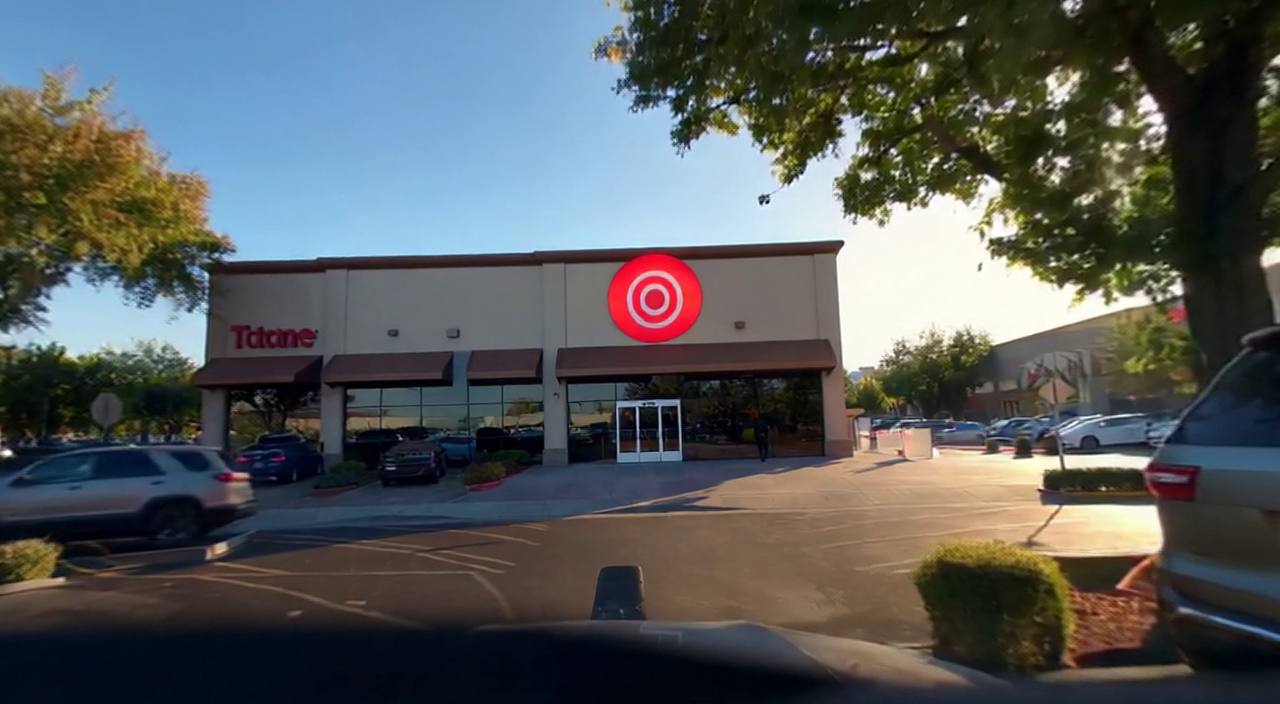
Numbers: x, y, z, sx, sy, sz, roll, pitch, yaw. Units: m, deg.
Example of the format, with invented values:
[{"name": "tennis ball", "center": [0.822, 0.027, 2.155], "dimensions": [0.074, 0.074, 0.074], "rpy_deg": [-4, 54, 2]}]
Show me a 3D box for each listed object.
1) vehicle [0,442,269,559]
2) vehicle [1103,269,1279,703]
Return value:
[{"name": "vehicle", "center": [-9.637, 2.482, 10.973], "dimensions": [4.957, 1.788, 2.092], "rpy_deg": [1, -9, -9]}, {"name": "vehicle", "center": [4.991, 0.606, 2.246], "dimensions": [4.864, 1.916, 2.413], "rpy_deg": [1, -9, -5]}]
